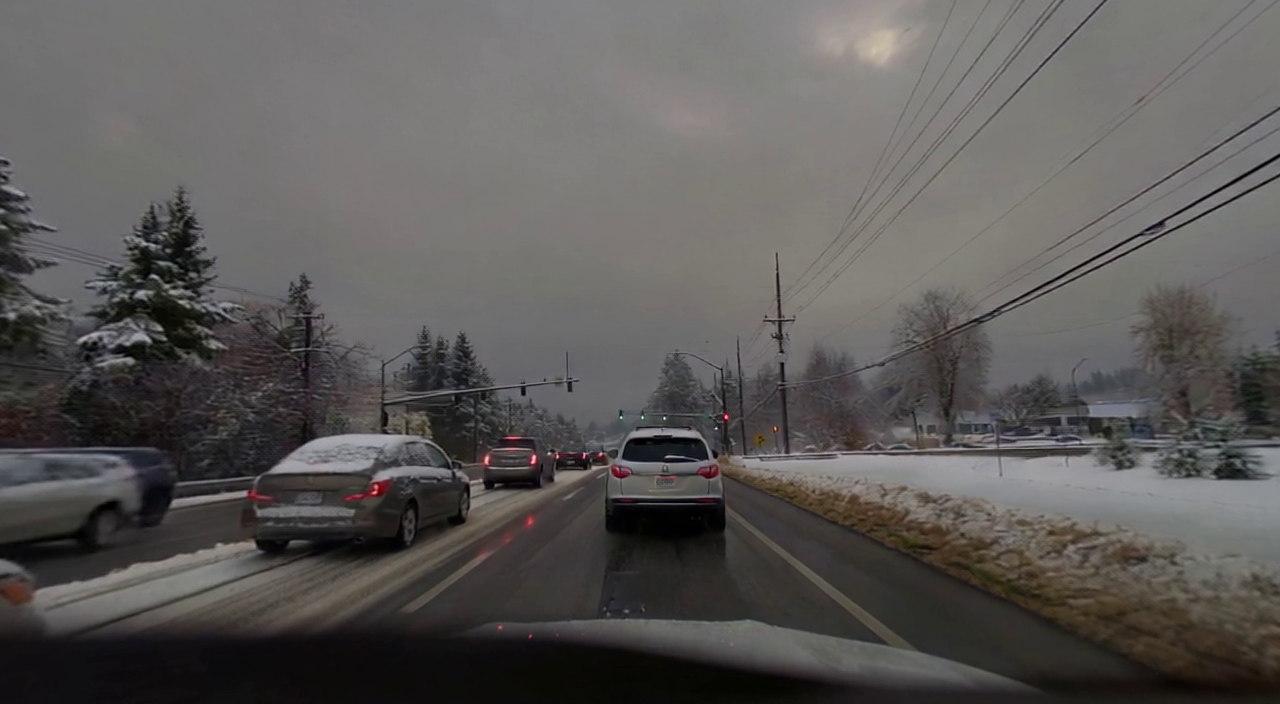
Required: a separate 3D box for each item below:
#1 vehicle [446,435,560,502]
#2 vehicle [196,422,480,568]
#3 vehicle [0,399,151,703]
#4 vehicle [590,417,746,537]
[{"bbox_3d":[-3.615,3.165,17.554,2.018,1.621,4.441,-1,-9,2],"label":"vehicle"},{"bbox_3d":[-3.807,1.862,8.926,1.999,1.563,4.007,0,-9,0],"label":"vehicle"},{"bbox_3d":[-3.764,0.707,1.029,2.051,1.488,4.806,0,-9,0],"label":"vehicle"},{"bbox_3d":[0.436,2.077,11.001,2.205,1.691,3.937,0,-9,1],"label":"vehicle"}]
